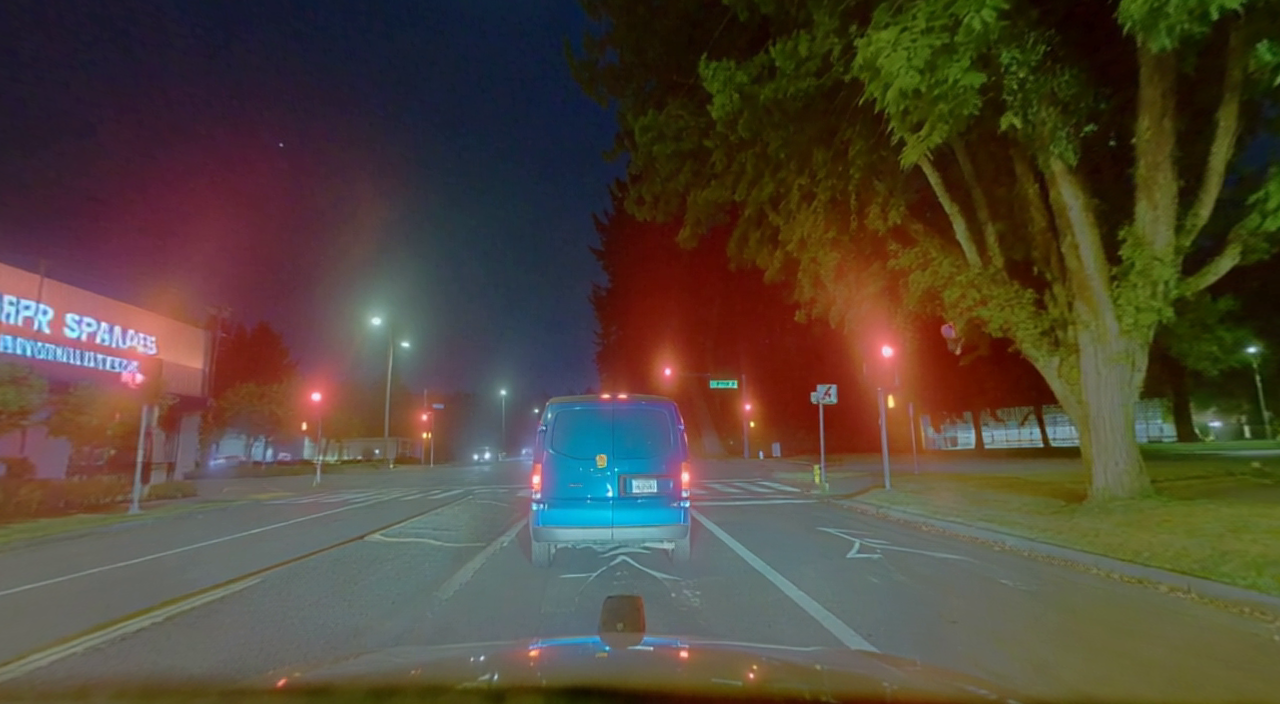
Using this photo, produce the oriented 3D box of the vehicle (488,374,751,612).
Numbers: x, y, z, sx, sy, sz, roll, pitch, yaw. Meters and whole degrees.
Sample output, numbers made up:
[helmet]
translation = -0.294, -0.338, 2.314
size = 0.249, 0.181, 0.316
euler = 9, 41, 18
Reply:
[vehicle]
translation = -0.296, 1.467, 7.294
size = 2.181, 1.949, 3.932
euler = 1, -9, -4
